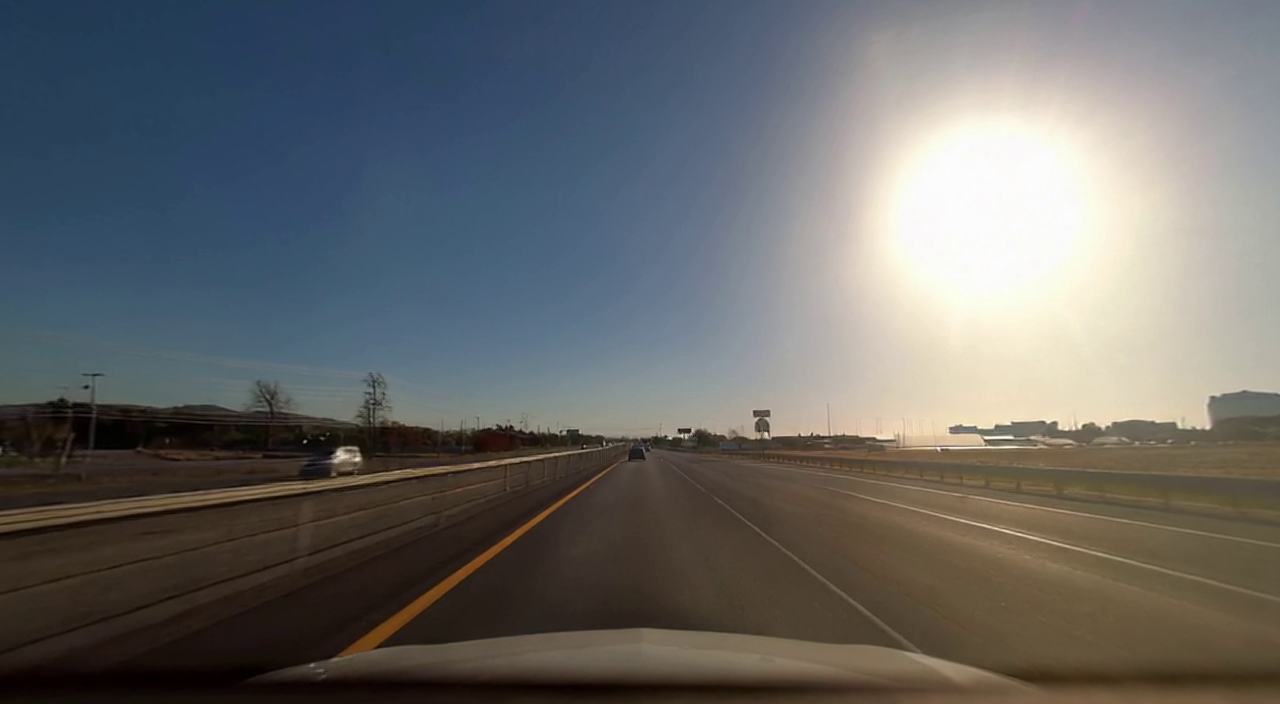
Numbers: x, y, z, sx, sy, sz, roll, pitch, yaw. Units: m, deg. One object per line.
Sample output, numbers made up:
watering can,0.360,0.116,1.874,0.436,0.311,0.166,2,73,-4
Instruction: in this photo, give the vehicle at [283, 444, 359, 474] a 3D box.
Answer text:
vehicle,-17.734,5.960,35.354,1.912,1.591,4.331,0,-9,1
